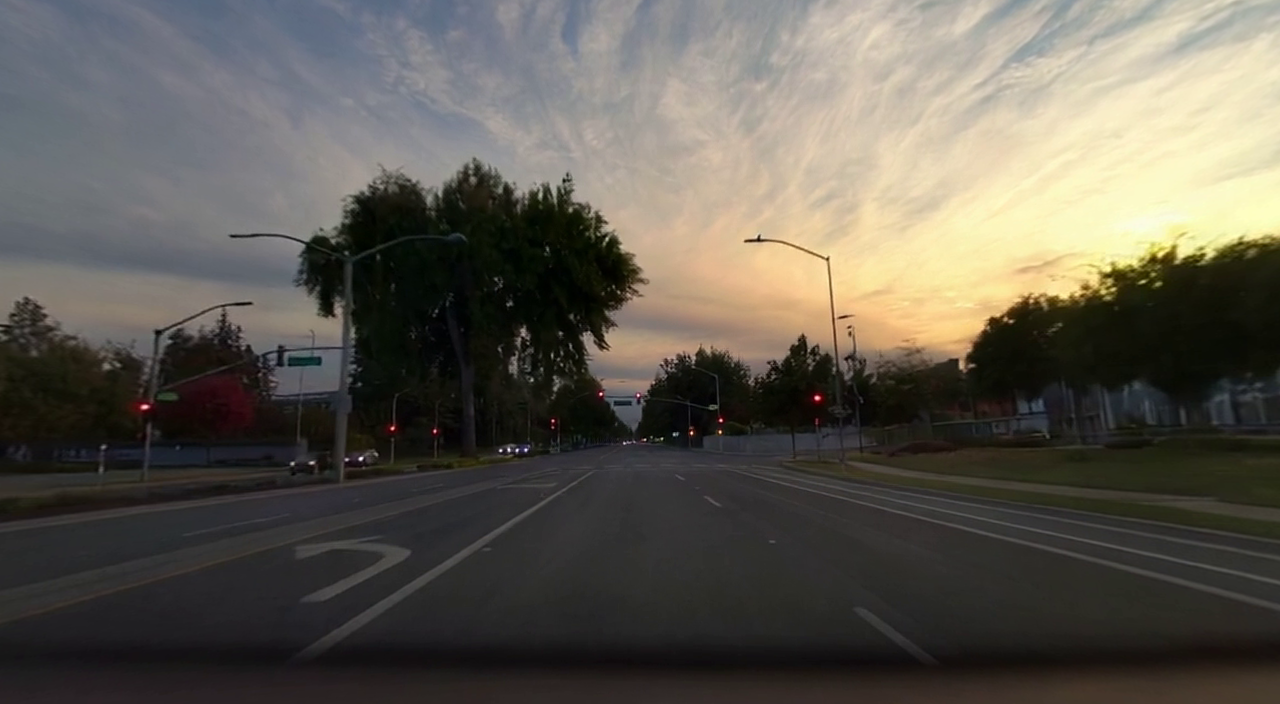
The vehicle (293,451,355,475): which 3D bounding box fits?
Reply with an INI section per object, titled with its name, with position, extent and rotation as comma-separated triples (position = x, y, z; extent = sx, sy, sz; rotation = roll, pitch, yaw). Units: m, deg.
[vehicle]
position = -21.885, 7.685, 43.952
extent = 1.864, 1.470, 4.642
rotation = -1, -8, 0
